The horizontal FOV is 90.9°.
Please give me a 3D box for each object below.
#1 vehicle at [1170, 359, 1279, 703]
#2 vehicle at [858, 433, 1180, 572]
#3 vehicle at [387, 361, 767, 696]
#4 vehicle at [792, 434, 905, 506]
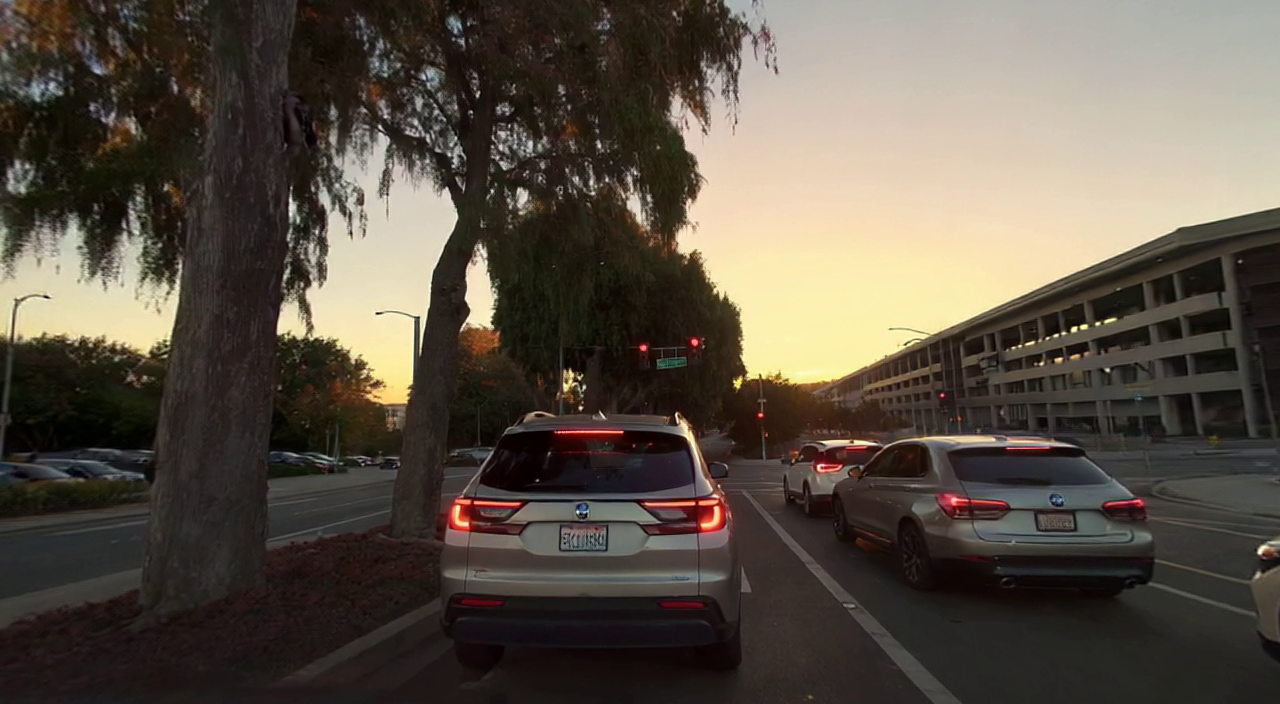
[{"bbox_3d":[4.061,0.611,1.112,1.993,1.719,4.953,0,-8,1],"label":"vehicle"},{"bbox_3d":[4.903,1.974,9.168,1.963,1.480,4.553,0,-8,2],"label":"vehicle"},{"bbox_3d":[-0.209,1.238,5.562,2.021,1.742,4.295,-1,-8,4],"label":"vehicle"},{"bbox_3d":[5.337,3.036,16.724,1.994,1.638,4.100,-1,-9,6],"label":"vehicle"}]
